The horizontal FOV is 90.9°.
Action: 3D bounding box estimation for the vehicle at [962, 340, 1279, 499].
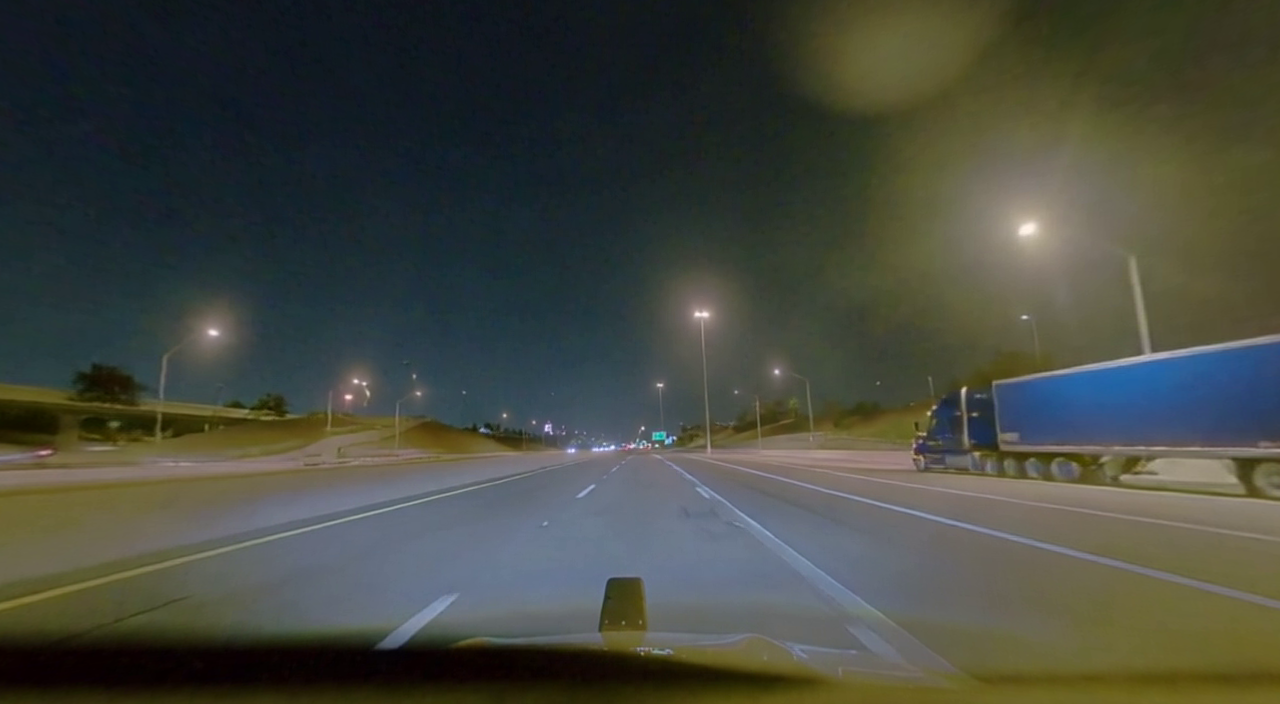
[{"bbox_3d":[18.315,2.740,23.176,3.395,4.178,16.548,0,-8,-4],"label":"vehicle"}]
